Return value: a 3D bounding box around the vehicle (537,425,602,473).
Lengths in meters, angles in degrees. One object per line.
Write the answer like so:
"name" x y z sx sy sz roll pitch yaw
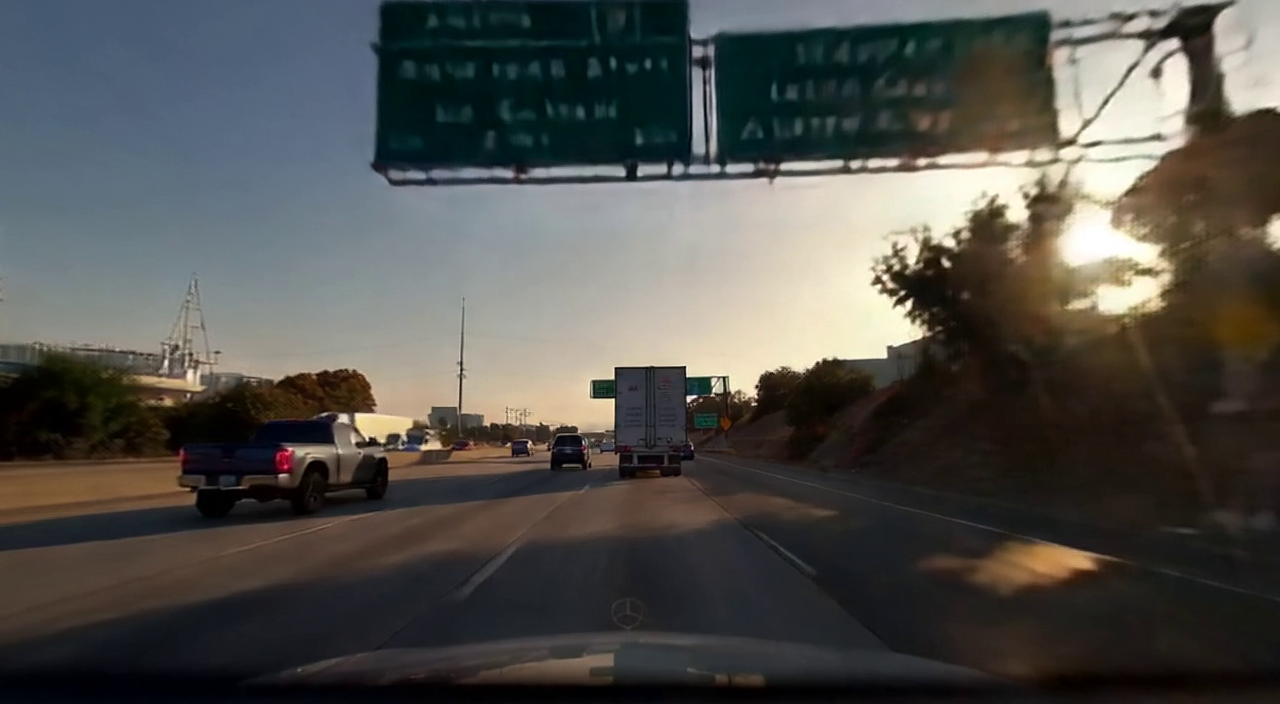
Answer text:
"vehicle" -3.233 4.682 30.559 2.379 2.075 6.169 0 -9 1

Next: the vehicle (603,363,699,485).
"vehicle" 0.298 2.953 24.479 2.941 3.794 9.851 0 -9 0

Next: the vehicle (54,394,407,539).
"vehicle" -6.745 2.019 11.701 2.479 1.978 5.952 0 -9 1
